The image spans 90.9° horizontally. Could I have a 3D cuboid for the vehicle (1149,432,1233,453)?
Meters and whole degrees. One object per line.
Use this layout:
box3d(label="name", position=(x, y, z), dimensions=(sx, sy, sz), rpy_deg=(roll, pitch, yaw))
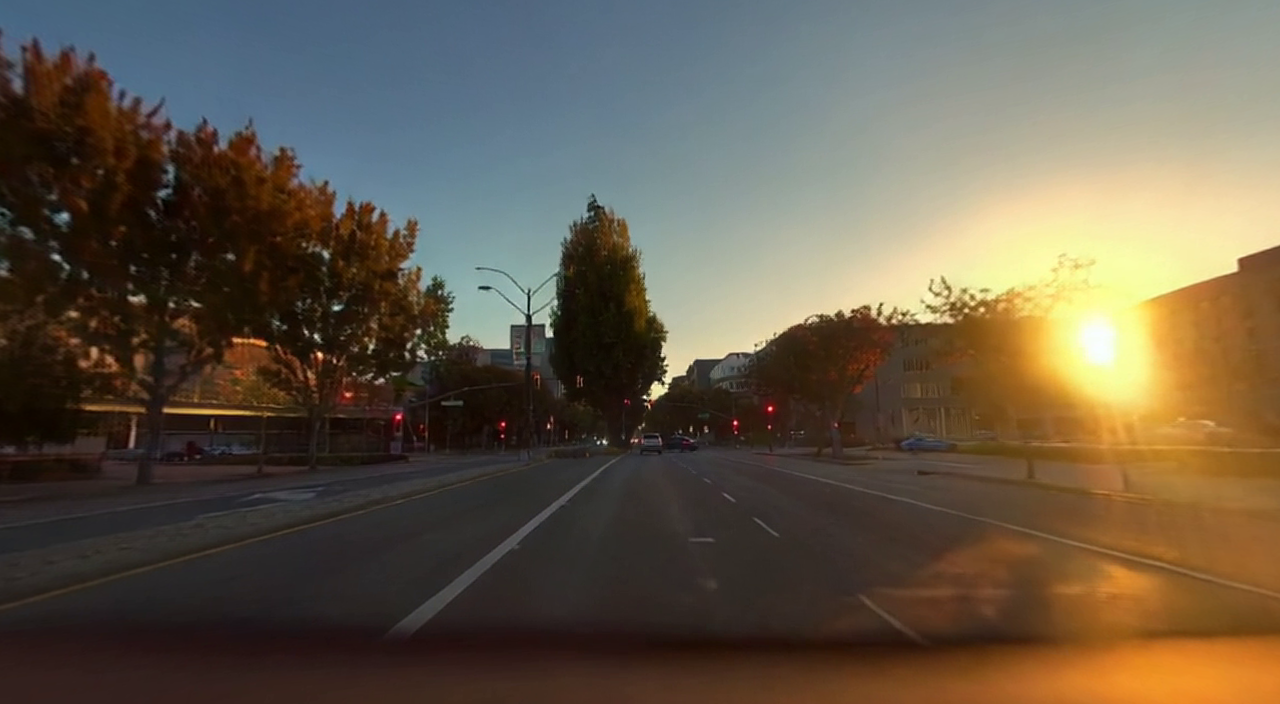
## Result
box3d(label="vehicle", position=(40.015, 6.617, 45.929), dimensions=(1.770, 1.442, 4.897), rpy_deg=(0, -8, 1))

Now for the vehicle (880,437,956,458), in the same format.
box3d(label="vehicle", position=(19.998, 6.863, 45.432), dimensions=(4.479, 1.488, 2.038), rpy_deg=(0, -8, -1))

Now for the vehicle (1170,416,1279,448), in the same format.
box3d(label="vehicle", position=(42.854, 5.913, 46.177), dimensions=(2.372, 2.151, 6.657), rpy_deg=(-1, -8, 2))
